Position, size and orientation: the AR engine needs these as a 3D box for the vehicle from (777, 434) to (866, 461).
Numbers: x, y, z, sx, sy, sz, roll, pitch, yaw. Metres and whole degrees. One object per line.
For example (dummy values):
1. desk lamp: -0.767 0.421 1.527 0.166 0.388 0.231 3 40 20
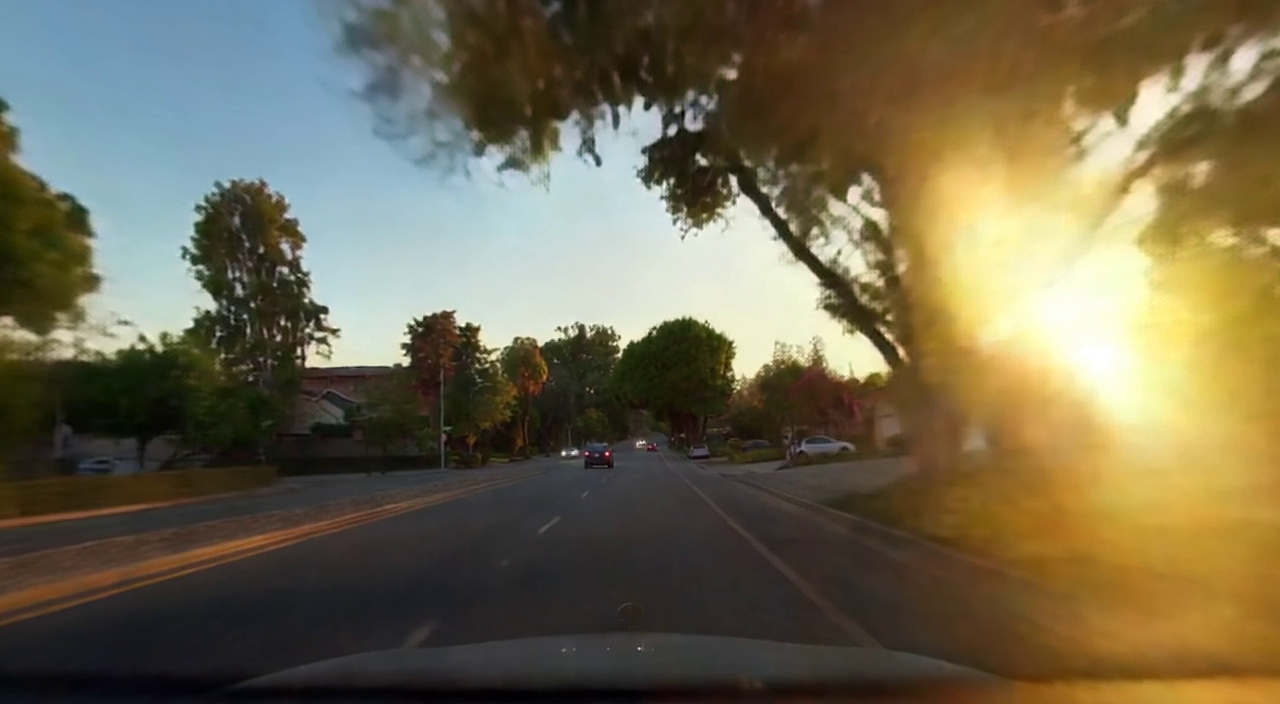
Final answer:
1. vehicle: 10.653 5.647 37.174 4.606 1.525 1.932 0 -8 0

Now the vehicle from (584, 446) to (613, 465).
1. vehicle: -3.173 7.945 48.671 1.973 1.400 3.915 0 -8 0
